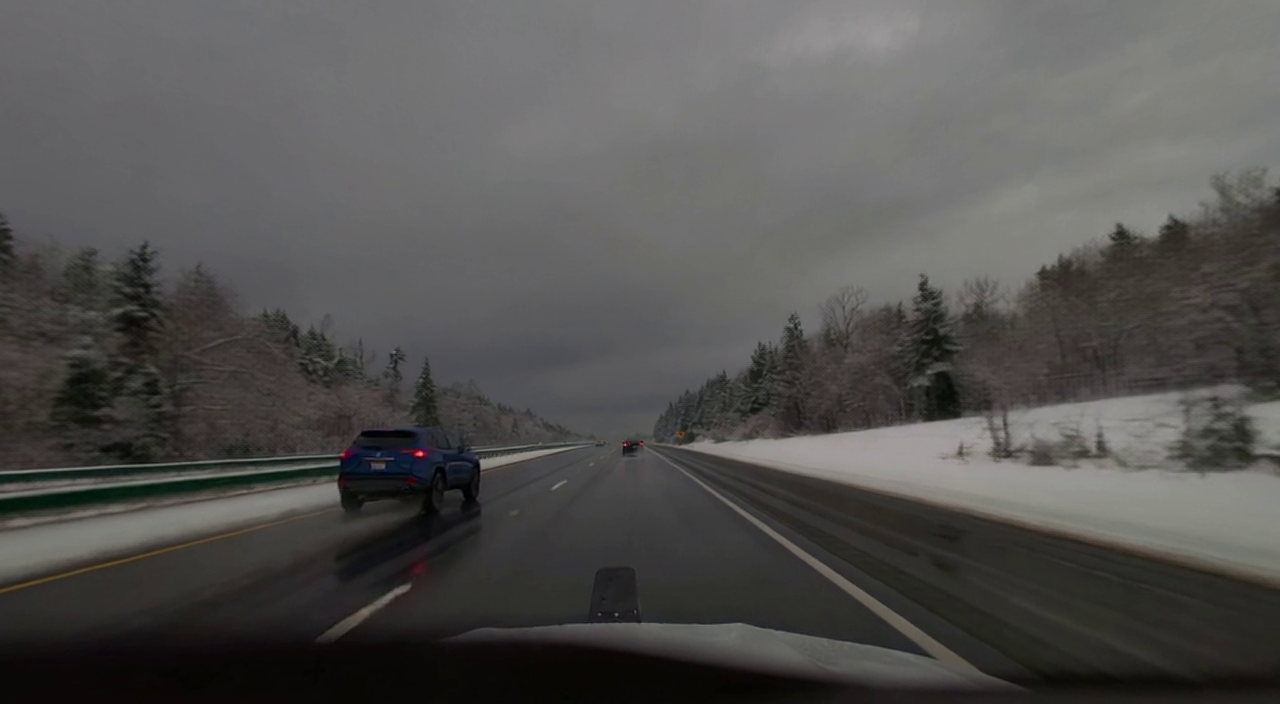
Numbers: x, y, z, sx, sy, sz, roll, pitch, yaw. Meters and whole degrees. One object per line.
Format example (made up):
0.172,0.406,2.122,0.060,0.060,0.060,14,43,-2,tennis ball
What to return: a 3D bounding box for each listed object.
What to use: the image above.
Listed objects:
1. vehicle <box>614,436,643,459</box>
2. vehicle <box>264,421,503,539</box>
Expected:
-0.766,6.297,41.918,1.836,1.450,3.519,0,-8,-2,vehicle
-3.909,2.014,10.748,2.072,1.545,4.767,0,-8,0,vehicle
